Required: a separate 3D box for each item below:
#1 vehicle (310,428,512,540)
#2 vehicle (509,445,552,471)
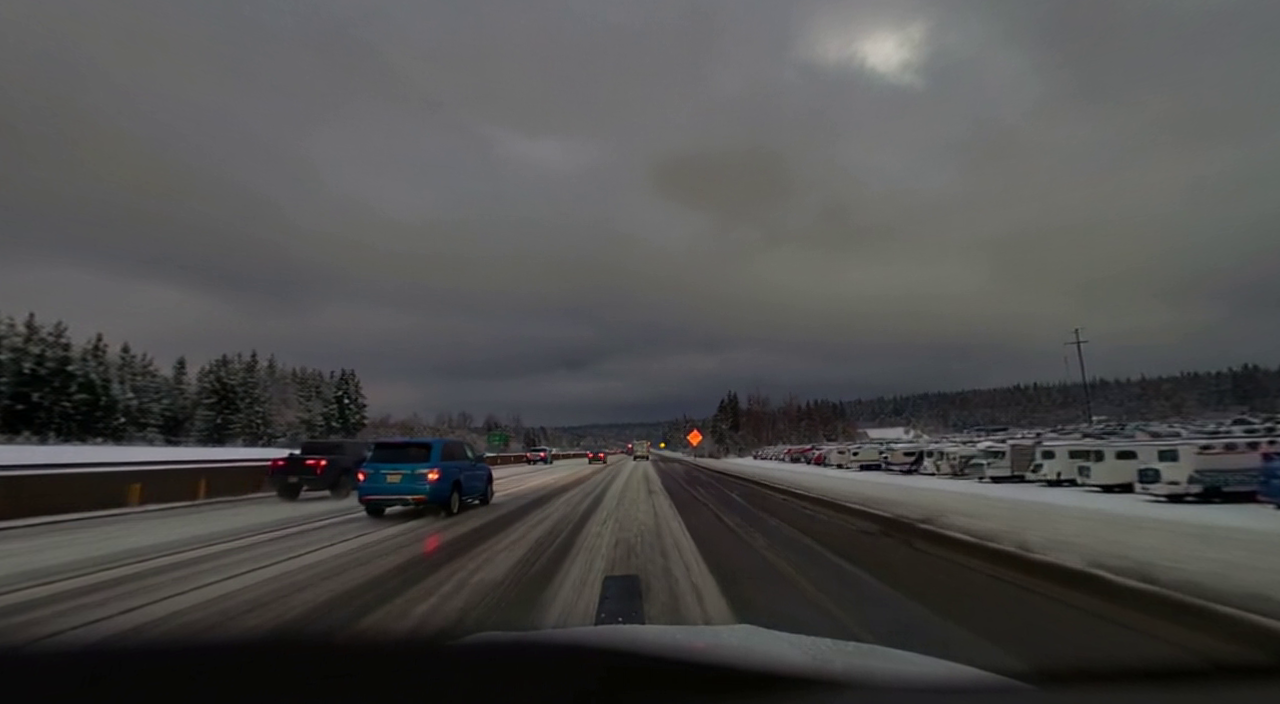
[{"bbox_3d":[-3.918,2.331,11.735,2.070,1.665,4.213,0,-9,1],"label":"vehicle"},{"bbox_3d":[-7.384,7.203,42.941,2.046,1.644,4.422,0,-9,2],"label":"vehicle"}]
